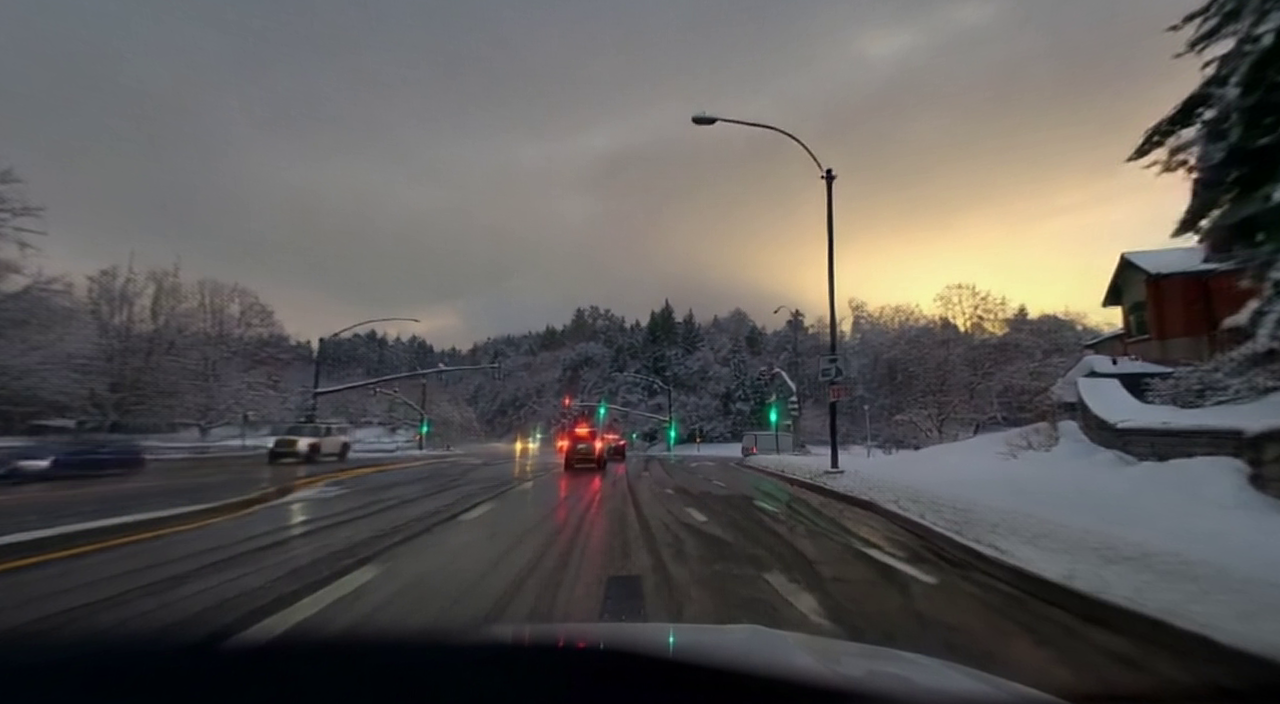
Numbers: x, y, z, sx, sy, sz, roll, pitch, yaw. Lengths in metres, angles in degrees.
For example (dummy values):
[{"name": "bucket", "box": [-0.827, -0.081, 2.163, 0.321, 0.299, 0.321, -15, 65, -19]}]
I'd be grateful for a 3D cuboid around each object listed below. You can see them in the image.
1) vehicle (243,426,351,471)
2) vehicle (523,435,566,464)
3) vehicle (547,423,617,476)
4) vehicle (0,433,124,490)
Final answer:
[{"name": "vehicle", "box": [-15.031, 4.254, 27.884, 2.086, 1.797, 4.749, 0, -8, 0]}, {"name": "vehicle", "box": [-5.166, 5.305, 34.303, 1.753, 1.458, 3.742, 0, -8, 0]}, {"name": "vehicle", "box": [-2.088, 3.708, 24.113, 2.152, 1.822, 4.391, 0, -8, 2]}, {"name": "vehicle", "box": [-19.084, 3.366, 19.758, 1.924, 1.598, 4.652, 1, -8, -4]}]
